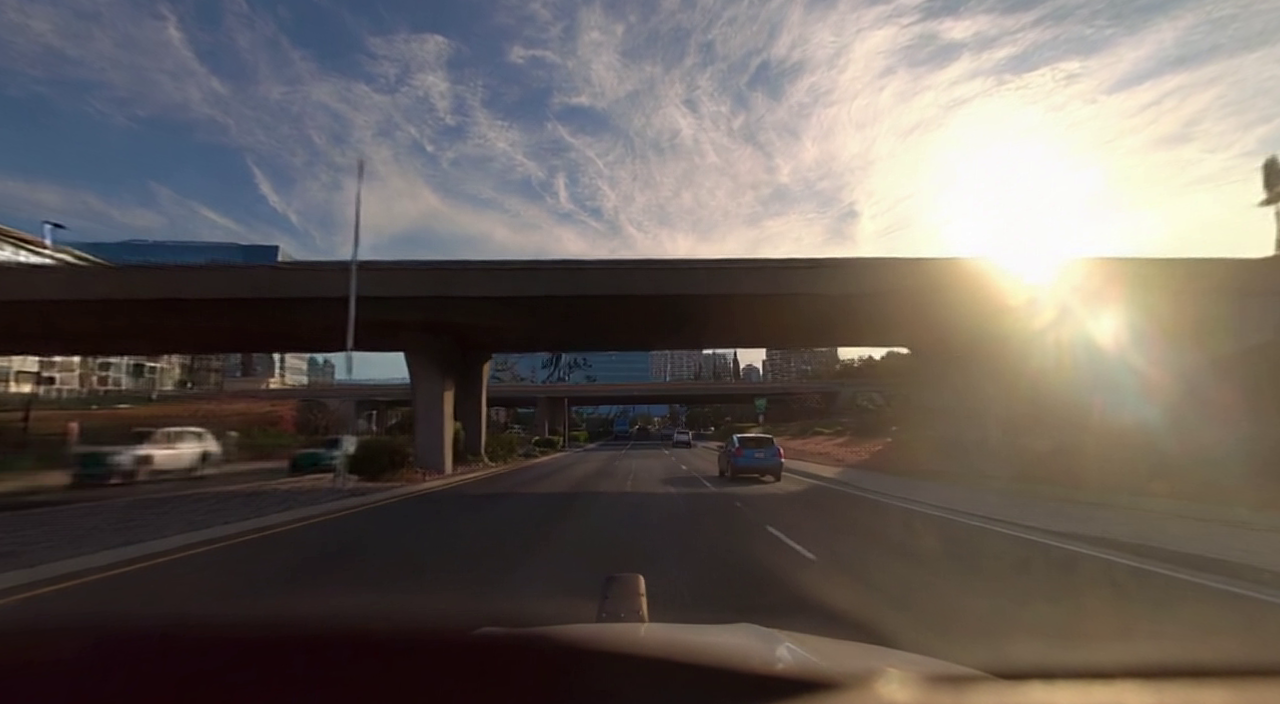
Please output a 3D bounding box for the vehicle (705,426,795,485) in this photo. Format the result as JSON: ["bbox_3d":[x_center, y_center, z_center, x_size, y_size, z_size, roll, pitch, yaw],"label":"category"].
[{"bbox_3d":[3.450,3.360,20.722,2.110,1.712,4.489,0,-9,-1],"label":"vehicle"}]

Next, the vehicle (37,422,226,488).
[{"bbox_3d":[-18.872,3.856,23.909,2.375,2.173,5.733,0,-9,0],"label":"vehicle"}]

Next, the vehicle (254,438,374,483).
[{"bbox_3d":[-11.835,3.952,23.298,1.909,1.486,4.590,0,-9,1],"label":"vehicle"}]
